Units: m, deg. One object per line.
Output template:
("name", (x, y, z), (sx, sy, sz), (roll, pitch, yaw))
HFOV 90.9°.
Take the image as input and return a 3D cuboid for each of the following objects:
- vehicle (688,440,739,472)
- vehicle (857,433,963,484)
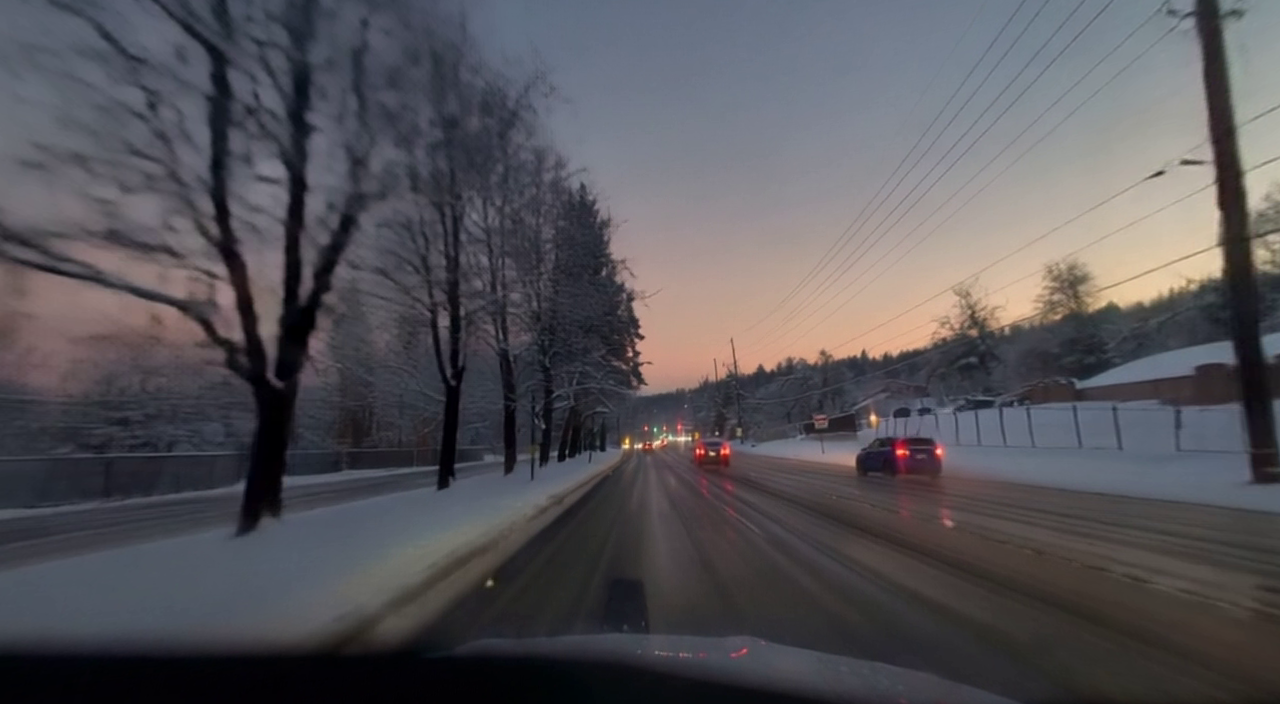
("vehicle", (3.642, 5.270, 32.098), (2.063, 1.481, 4.247), (0, -8, 0))
("vehicle", (9.991, 3.957, 23.734), (1.978, 1.700, 4.461), (0, -9, 0))
